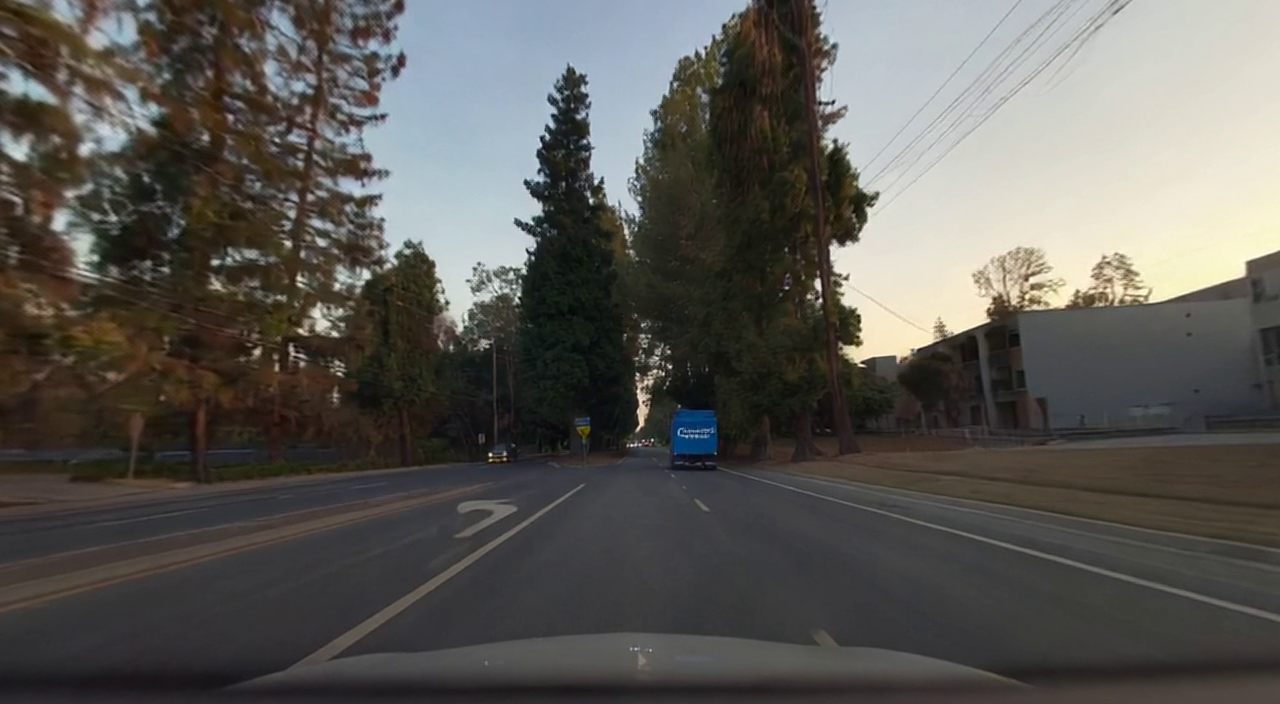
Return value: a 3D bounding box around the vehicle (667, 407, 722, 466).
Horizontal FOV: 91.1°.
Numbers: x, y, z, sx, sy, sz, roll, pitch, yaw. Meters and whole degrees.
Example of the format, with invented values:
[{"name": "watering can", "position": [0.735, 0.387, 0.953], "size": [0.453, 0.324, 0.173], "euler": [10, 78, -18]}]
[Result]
[{"name": "vehicle", "position": [3.785, 6.231, 45.932], "size": [2.973, 3.848, 9.336], "euler": [0, -8, -1]}]
